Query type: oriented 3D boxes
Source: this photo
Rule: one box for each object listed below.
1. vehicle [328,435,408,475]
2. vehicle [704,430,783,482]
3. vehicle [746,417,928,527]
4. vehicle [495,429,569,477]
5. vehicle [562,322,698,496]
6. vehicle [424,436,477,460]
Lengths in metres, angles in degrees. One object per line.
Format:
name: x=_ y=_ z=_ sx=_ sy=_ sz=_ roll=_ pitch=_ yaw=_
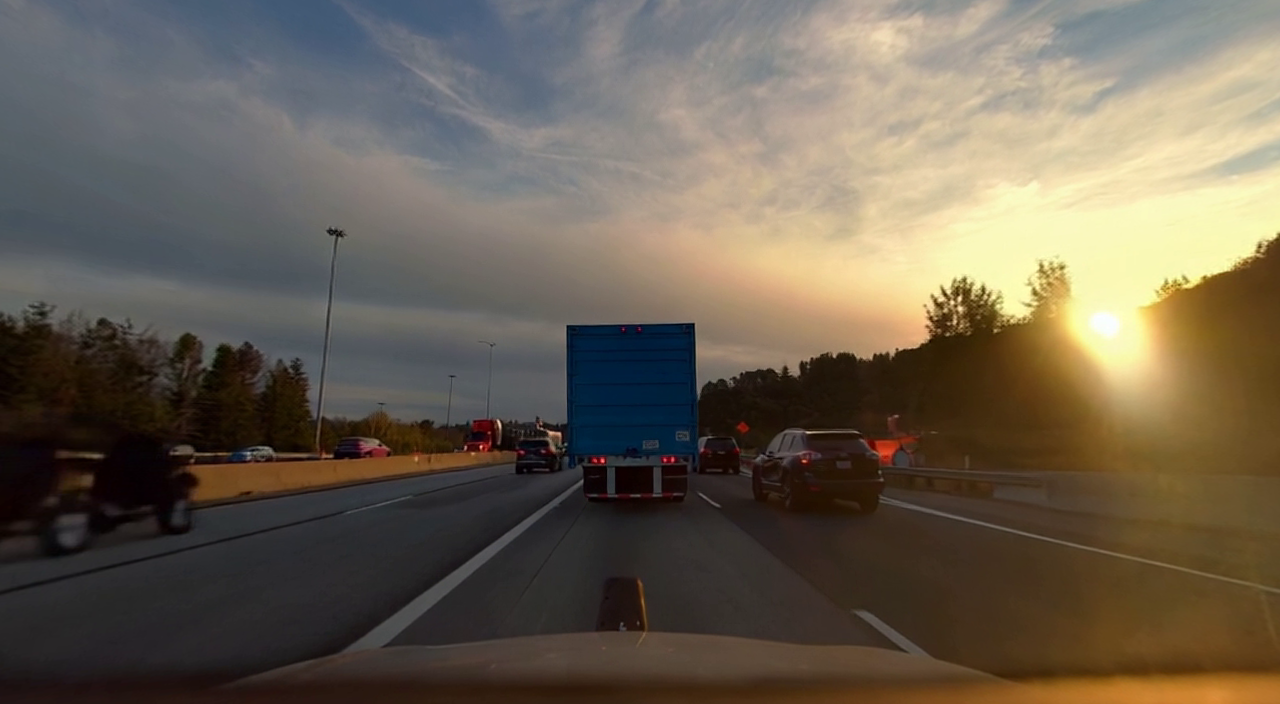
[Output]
vehicle: x=-13.020 y=4.933 z=30.537 sx=2.054 sy=1.708 sz=4.663 roll=3 pitch=-8 yaw=-4
vehicle: x=3.711 y=3.827 z=23.366 sx=1.998 sy=1.713 sz=4.149 roll=1 pitch=-9 yaw=-4
vehicle: x=3.459 y=2.211 z=12.063 sx=2.103 sy=1.713 sz=4.173 roll=0 pitch=-9 yaw=0
vehicle: x=-4.246 y=4.079 z=25.572 sx=2.095 sy=1.736 sz=4.529 roll=0 pitch=-9 yaw=1
vehicle: x=-0.201 y=2.028 z=19.419 sx=3.067 sy=3.940 sz=10.154 roll=0 pitch=-9 yaw=0
vehicle: x=-12.578 y=6.401 z=41.995 sx=1.887 sy=1.511 sz=4.152 roll=-1 pitch=-9 yaw=6
